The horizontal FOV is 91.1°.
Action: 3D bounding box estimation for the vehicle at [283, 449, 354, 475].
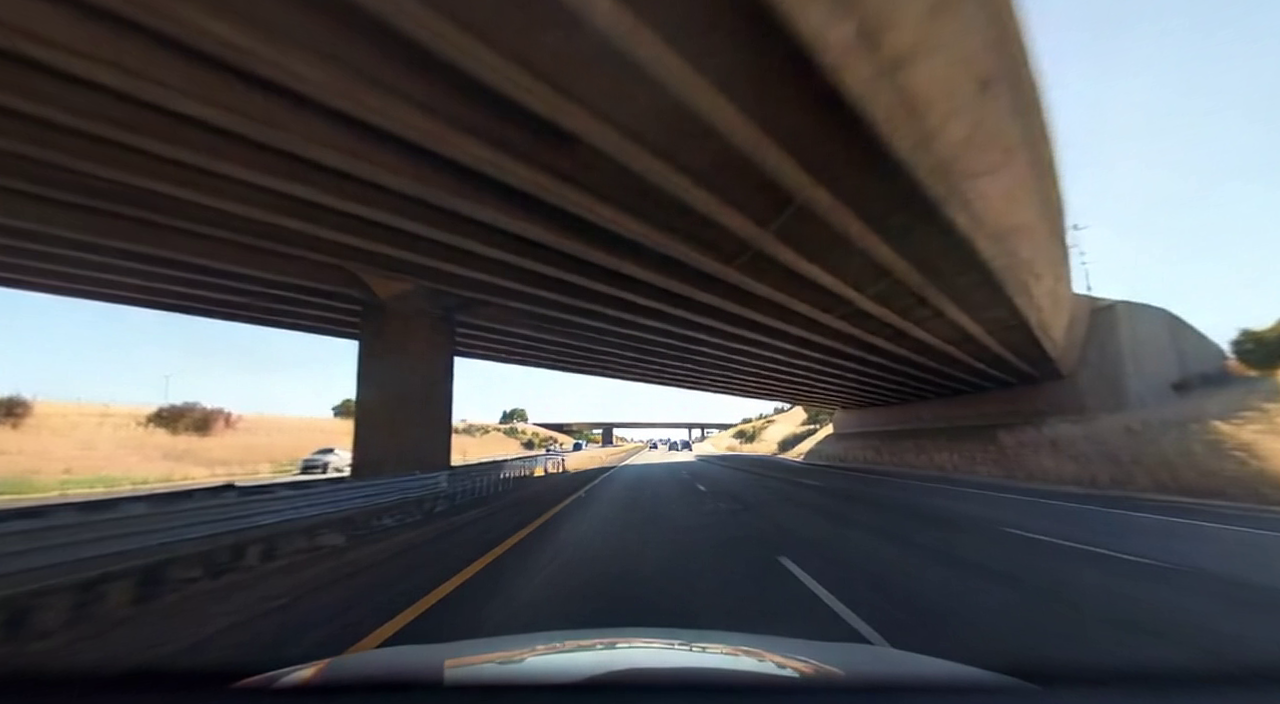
[{"bbox_3d":[-20.265,6.961,39.846,1.938,1.495,4.747,0,-9,1],"label":"vehicle"}]
